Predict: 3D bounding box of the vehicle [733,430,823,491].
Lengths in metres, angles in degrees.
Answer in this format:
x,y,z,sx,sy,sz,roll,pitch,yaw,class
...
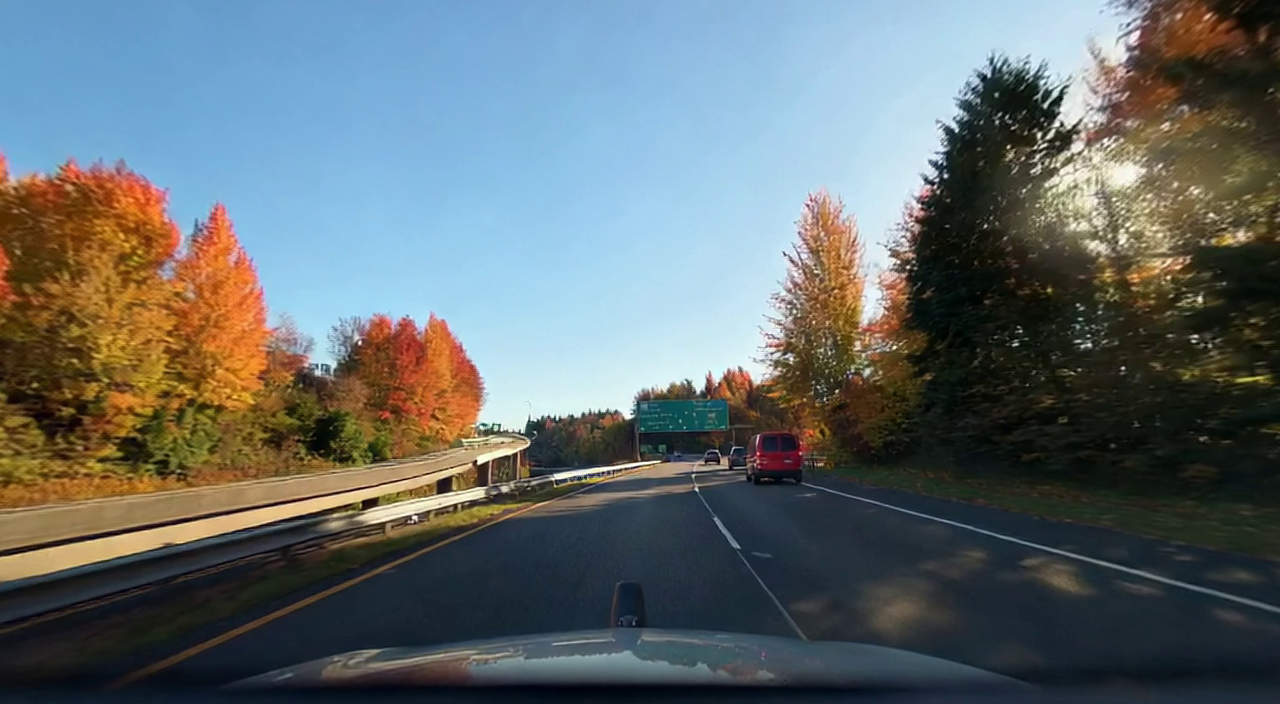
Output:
x,y,z,sx,sy,sz,roll,pitch,yaw,class
4.848,3.915,22.848,2.205,1.923,4.956,-1,-9,1,vehicle
